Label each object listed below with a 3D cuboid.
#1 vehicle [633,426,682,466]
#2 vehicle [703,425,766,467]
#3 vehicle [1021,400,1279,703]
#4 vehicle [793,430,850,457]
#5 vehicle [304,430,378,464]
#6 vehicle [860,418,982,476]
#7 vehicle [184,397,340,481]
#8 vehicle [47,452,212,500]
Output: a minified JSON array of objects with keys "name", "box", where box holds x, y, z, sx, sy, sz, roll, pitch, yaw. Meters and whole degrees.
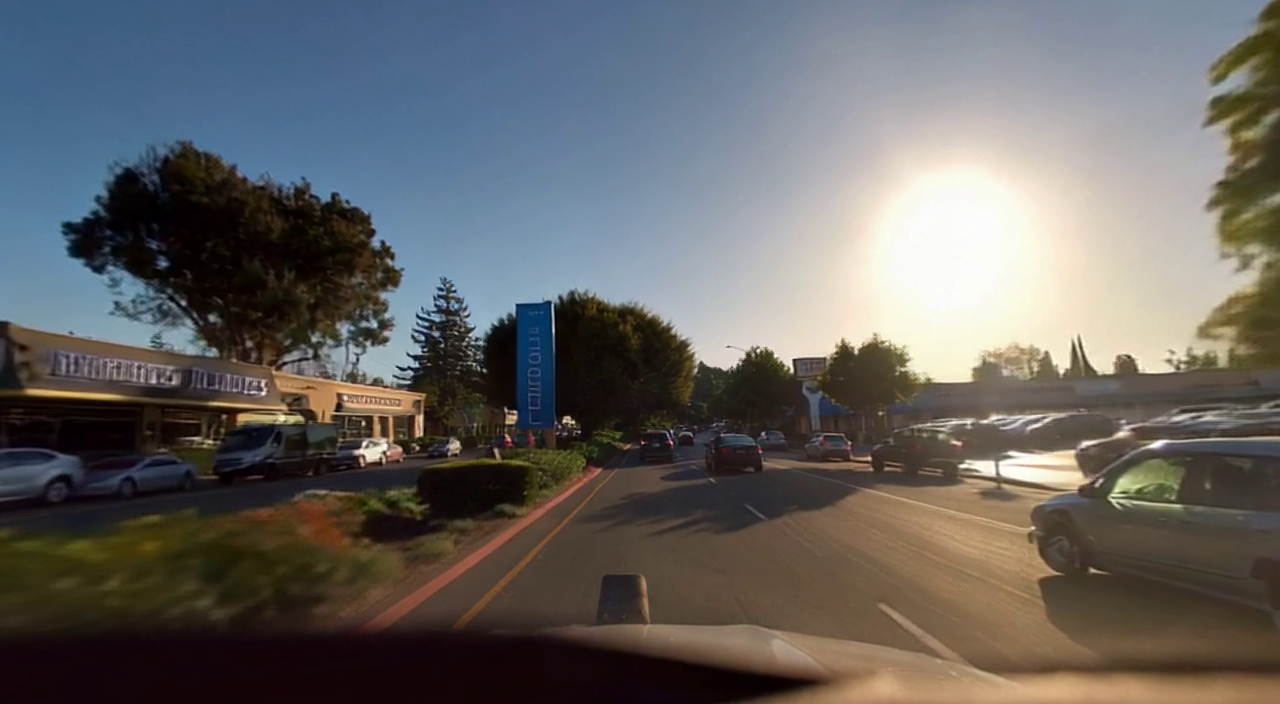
[{"name":"vehicle","box":[0.804,4.330,28.975,2.098,1.682,3.778,0,-8,1]},{"name":"vehicle","box":[4.078,4.164,27.848,2.115,1.692,4.189,0,-8,0]},{"name":"vehicle","box":[3.811,0.890,2.399,1.908,1.463,4.506,0,-8,1]},{"name":"vehicle","box":[11.235,5.731,39.235,2.110,1.535,4.506,0,-8,-1]},{"name":"vehicle","box":[-18.295,5.880,38.797,1.948,1.965,5.421,0,-9,-1]},{"name":"vehicle","box":[10.725,3.703,24.546,2.318,1.974,5.282,0,-8,0]},{"name":"vehicle","box":[-18.302,4.350,31.181,2.811,3.604,7.566,-1,-8,1]},{"name":"vehicle","box":[-18.625,4.504,23.325,1.883,1.488,5.224,0,-8,-2]}]
